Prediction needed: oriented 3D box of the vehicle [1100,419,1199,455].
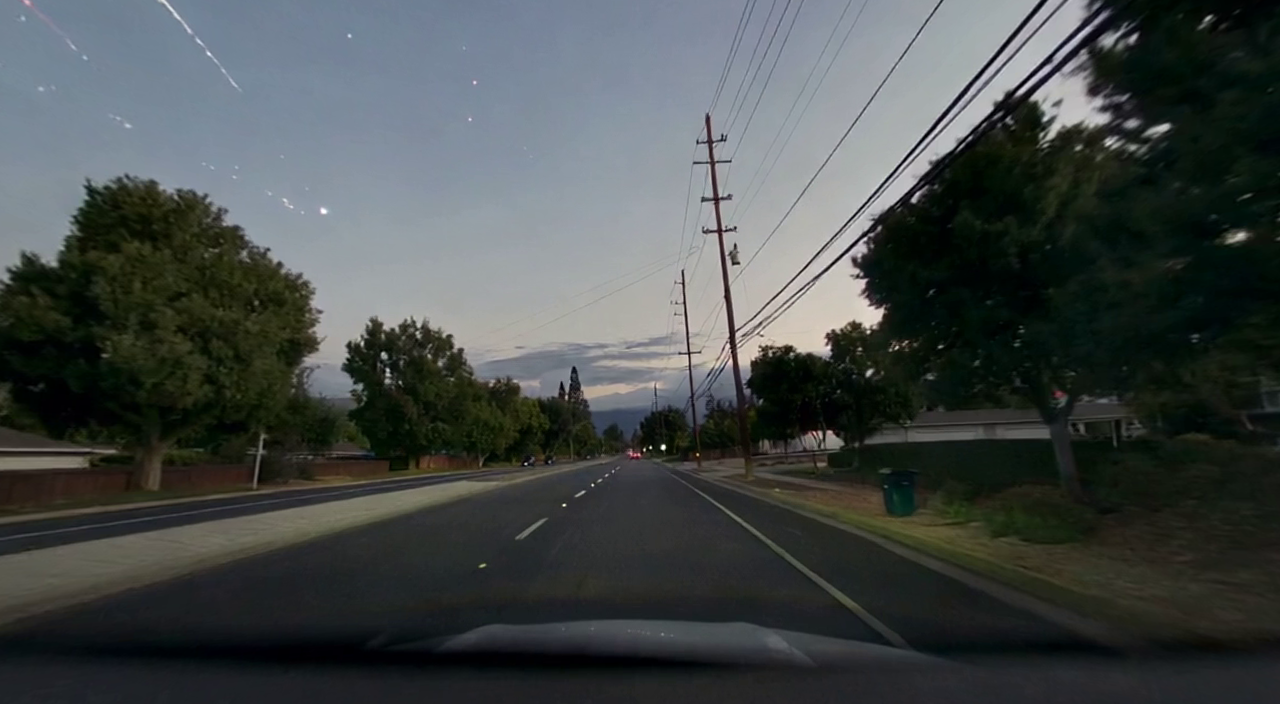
[{"bbox_3d":[29.455,5.026,36.750,1.877,1.757,4.937,2,-11,4],"label":"vehicle"}]
